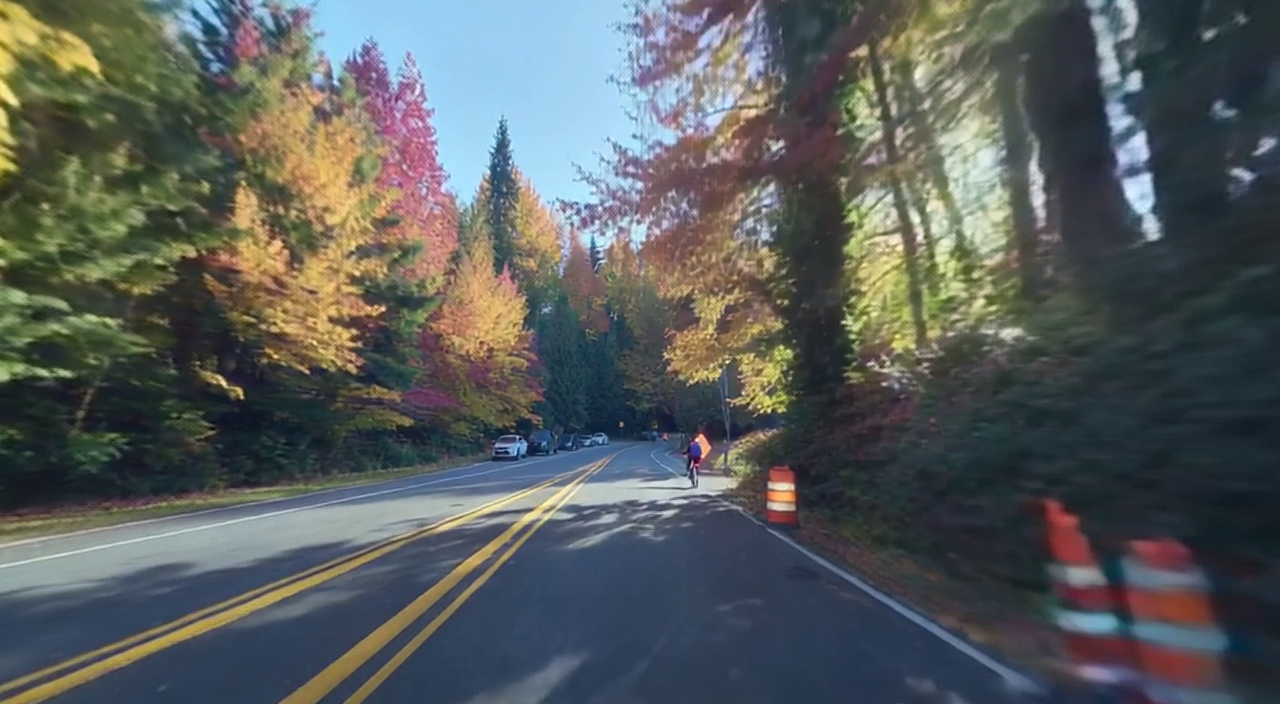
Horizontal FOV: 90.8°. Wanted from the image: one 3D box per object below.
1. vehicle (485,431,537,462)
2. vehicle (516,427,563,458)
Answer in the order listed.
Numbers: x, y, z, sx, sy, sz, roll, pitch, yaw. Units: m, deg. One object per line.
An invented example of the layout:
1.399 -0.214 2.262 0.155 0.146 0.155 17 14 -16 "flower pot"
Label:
-7.950 5.835 39.247 1.991 1.759 4.443 -3 -8 4 "vehicle"
-7.385 6.743 47.085 2.312 2.075 5.748 -3 -9 2 "vehicle"
